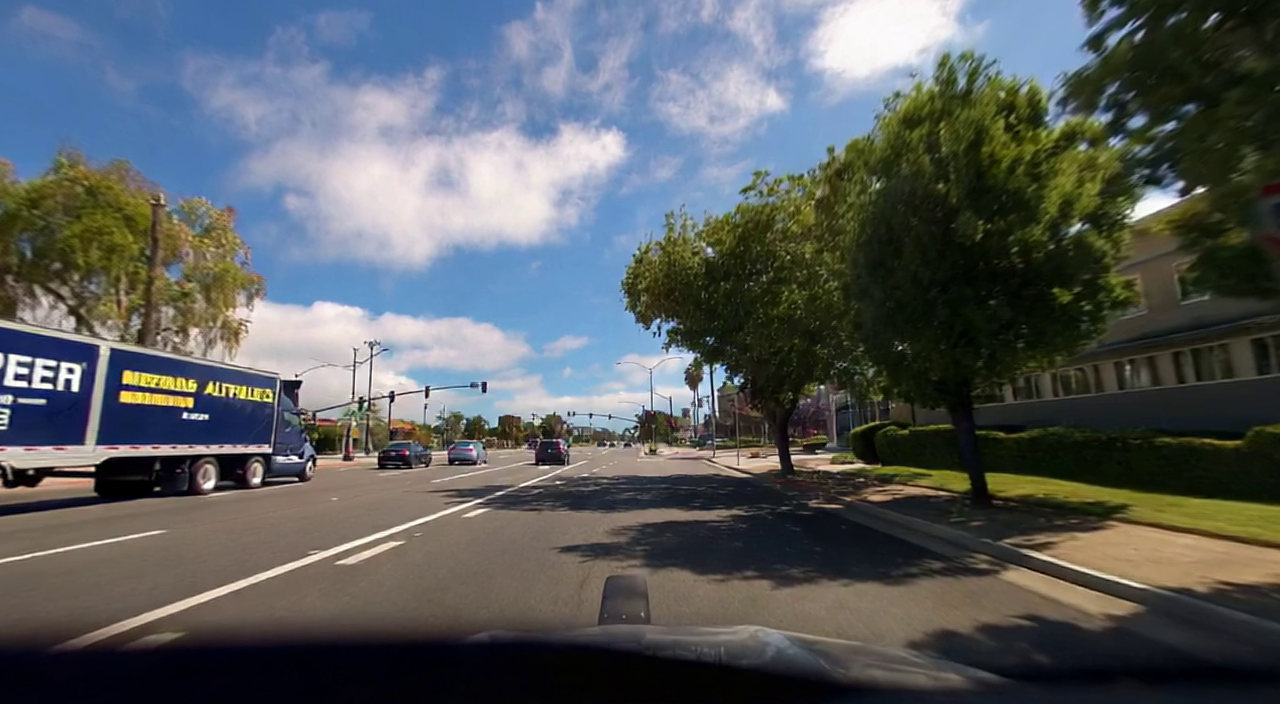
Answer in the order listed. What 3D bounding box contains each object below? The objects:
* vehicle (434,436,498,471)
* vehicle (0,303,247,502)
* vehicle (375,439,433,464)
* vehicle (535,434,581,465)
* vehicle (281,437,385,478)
[{"bbox_3d":[-8.525,5.009,31.169,1.977,1.584,3.983,0,-9,1],"label":"vehicle"},{"bbox_3d":[-15.066,1.063,13.253,2.961,4.167,16.429,0,-8,0],"label":"vehicle"},{"bbox_3d":[-14.959,6.339,40.014,1.916,1.481,4.430,0,-9,1],"label":"vehicle"},{"bbox_3d":[-4.947,5.962,38.541,2.114,1.784,4.450,0,-9,1],"label":"vehicle"},{"bbox_3d":[-11.896,4.125,24.702,1.900,1.462,4.225,0,-9,1],"label":"vehicle"}]
